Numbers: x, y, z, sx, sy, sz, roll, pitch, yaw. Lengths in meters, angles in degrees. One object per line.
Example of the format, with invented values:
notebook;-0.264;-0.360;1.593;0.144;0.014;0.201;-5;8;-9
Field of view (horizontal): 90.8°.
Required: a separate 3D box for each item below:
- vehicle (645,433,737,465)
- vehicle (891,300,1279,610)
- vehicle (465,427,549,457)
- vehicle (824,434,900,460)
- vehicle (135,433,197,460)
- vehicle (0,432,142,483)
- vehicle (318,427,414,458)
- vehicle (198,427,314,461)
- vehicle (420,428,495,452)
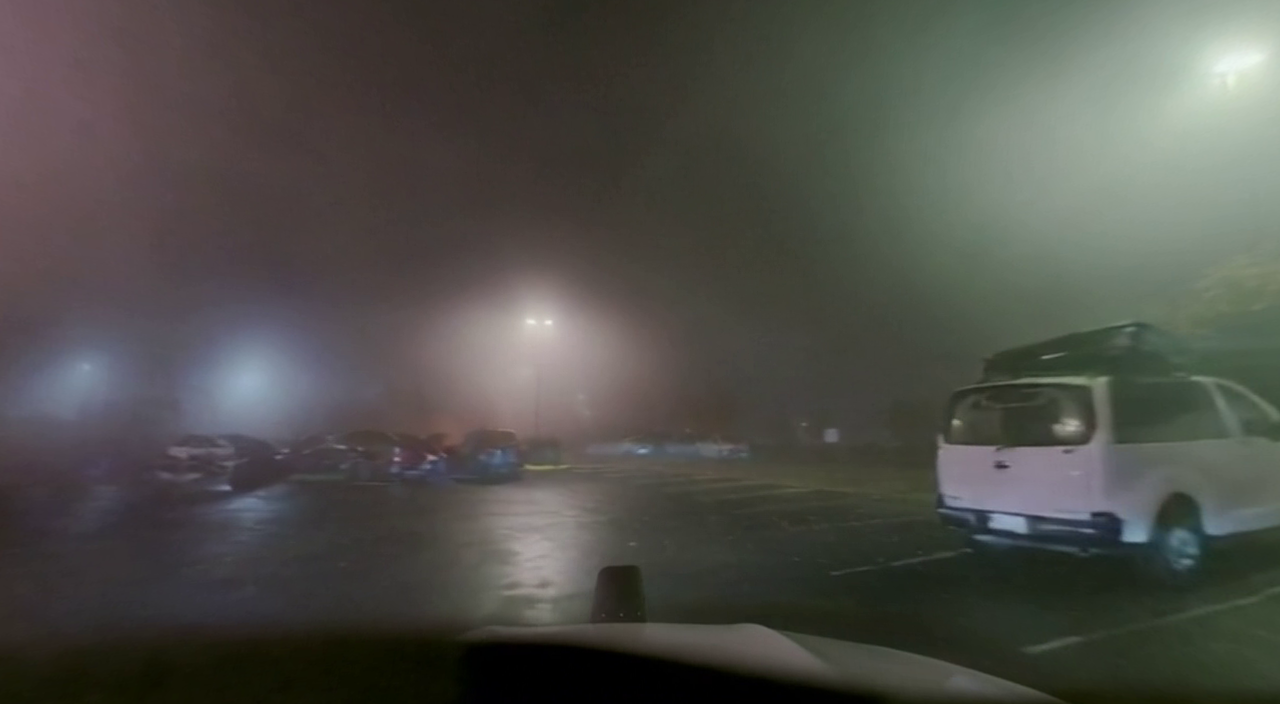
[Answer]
vehicle;2.485;4.691;30.440;4.106;1.449;1.760;6;-10;-28
vehicle;5.477;1.092;6.850;5.237;2.257;2.200;6;-10;-28
vehicle;-8.280;5.554;39.342;4.660;1.687;1.981;4;-7;-31
vehicle;12.562;5.392;35.760;4.059;1.388;1.726;6;-10;-28
vehicle;-27.565;5.532;36.900;2.190;1.441;3.759;6;-10;-27
vehicle;-18.168;3.128;18.851;4.772;1.441;1.976;6;-10;-27
vehicle;-15.340;5.110;35.485;4.666;1.634;1.816;5;-10;-29
vehicle;-19.870;4.770;32.972;4.939;1.664;2.055;4;-9;-28
vehicle;-12.696;6.145;43.992;4.601;1.484;1.839;7;-11;-34
